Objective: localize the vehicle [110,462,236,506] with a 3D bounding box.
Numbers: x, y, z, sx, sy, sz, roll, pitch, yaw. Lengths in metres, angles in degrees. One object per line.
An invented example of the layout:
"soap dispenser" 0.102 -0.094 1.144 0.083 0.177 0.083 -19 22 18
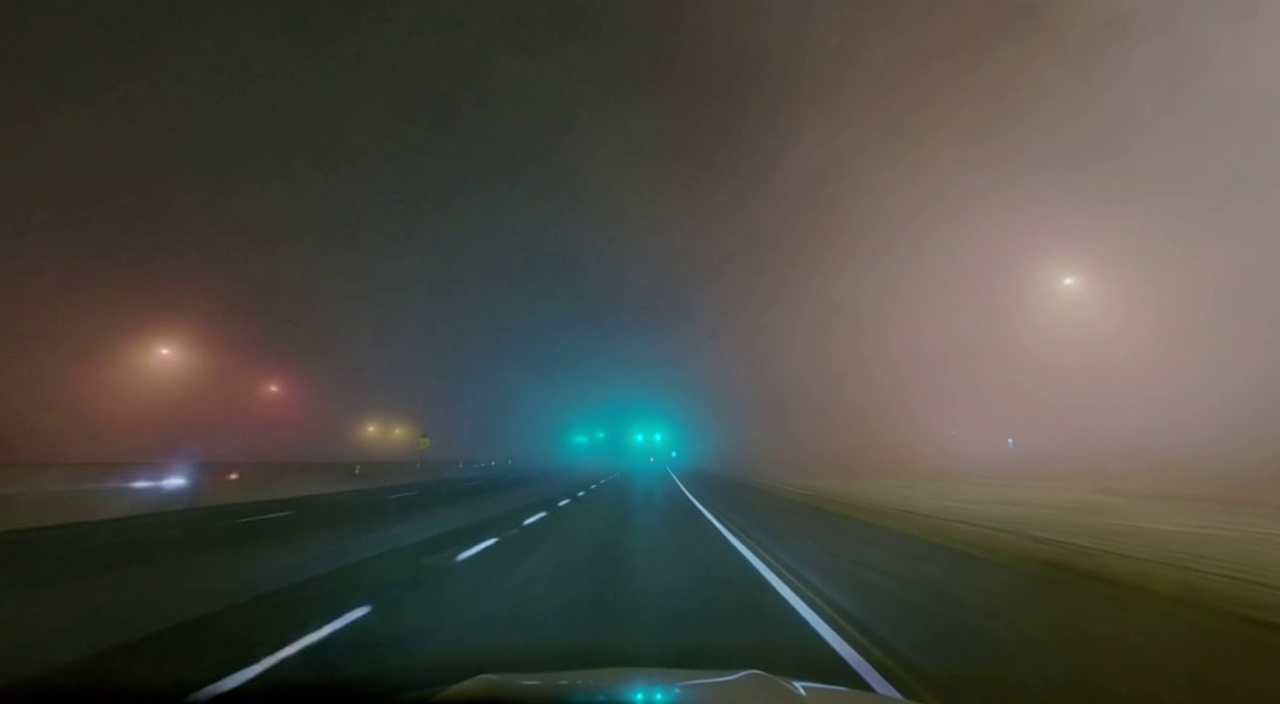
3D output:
"vehicle" -20.828 5.861 28.326 2.005 1.653 4.637 -1 -9 2
